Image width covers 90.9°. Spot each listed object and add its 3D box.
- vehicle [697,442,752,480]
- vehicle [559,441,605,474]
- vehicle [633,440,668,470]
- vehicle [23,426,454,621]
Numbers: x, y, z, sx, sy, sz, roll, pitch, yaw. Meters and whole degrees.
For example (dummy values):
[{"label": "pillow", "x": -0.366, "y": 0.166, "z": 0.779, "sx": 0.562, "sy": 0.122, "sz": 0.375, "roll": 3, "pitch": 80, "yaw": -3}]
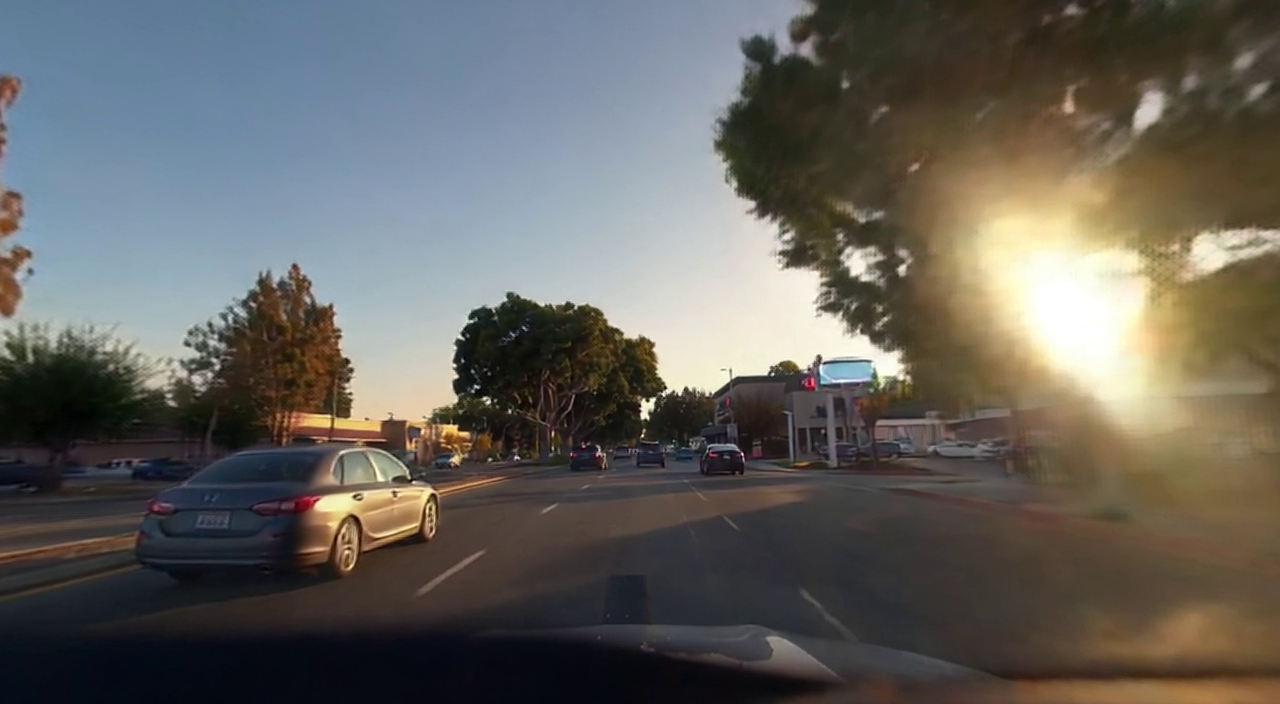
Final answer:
[{"label": "vehicle", "x": 3.693, "y": 4.820, "z": 28.087, "sx": 1.922, "sy": 1.579, "sz": 3.642, "roll": 0, "pitch": -9, "yaw": -1}, {"label": "vehicle", "x": -3.133, "y": 5.782, "z": 34.745, "sx": 2.026, "sy": 1.665, "sz": 4.193, "roll": 0, "pitch": -9, "yaw": 2}, {"label": "vehicle", "x": 0.688, "y": 6.718, "z": 41.344, "sx": 2.193, "sy": 1.873, "sz": 4.033, "roll": 0, "pitch": -9, "yaw": 0}, {"label": "vehicle", "x": -3.756, "y": 1.647, "z": 7.099, "sx": 1.908, "sy": 1.481, "sz": 4.351, "roll": 0, "pitch": -9, "yaw": 1}]
